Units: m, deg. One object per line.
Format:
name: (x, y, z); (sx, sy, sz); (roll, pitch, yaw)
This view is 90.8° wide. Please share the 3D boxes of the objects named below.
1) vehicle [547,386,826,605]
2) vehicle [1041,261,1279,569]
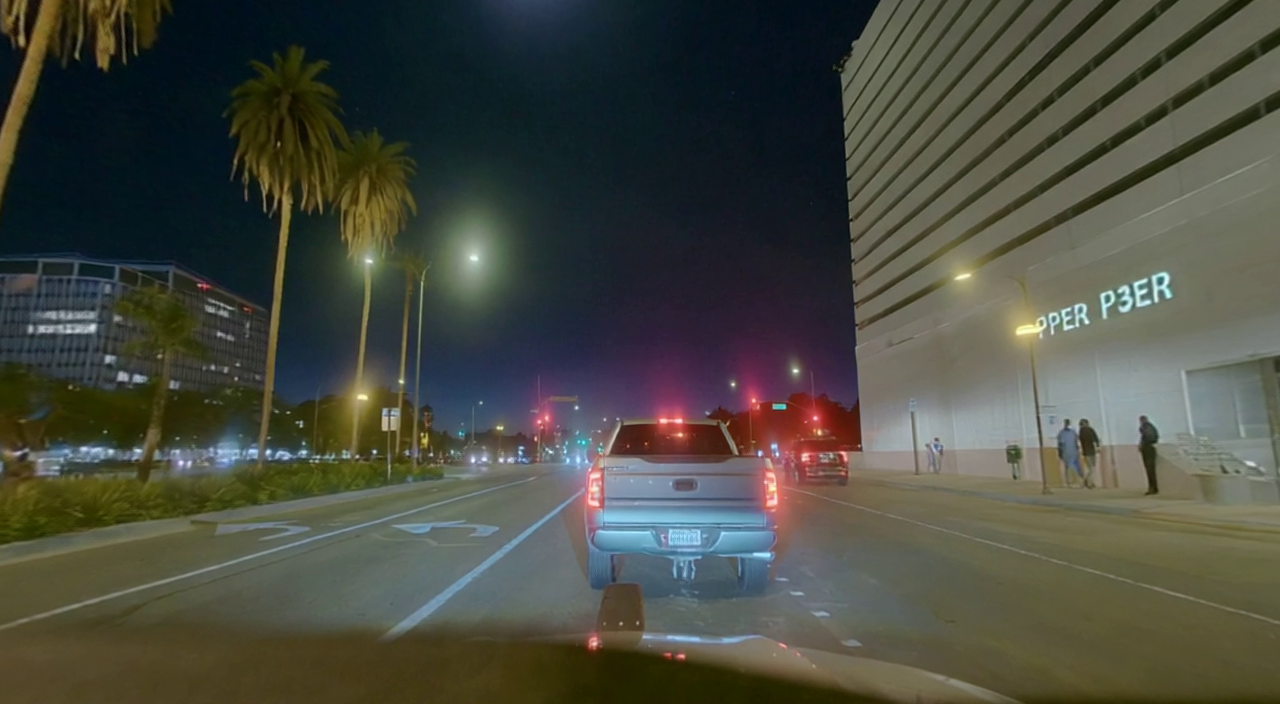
vehicle: (0.412, 1.590, 7.975); (2.311, 1.819, 5.255); (0, -8, 1)
vehicle: (7.922, 0.884, 8.588); (2.666, 3.345, 3.622); (-1, -9, 8)
